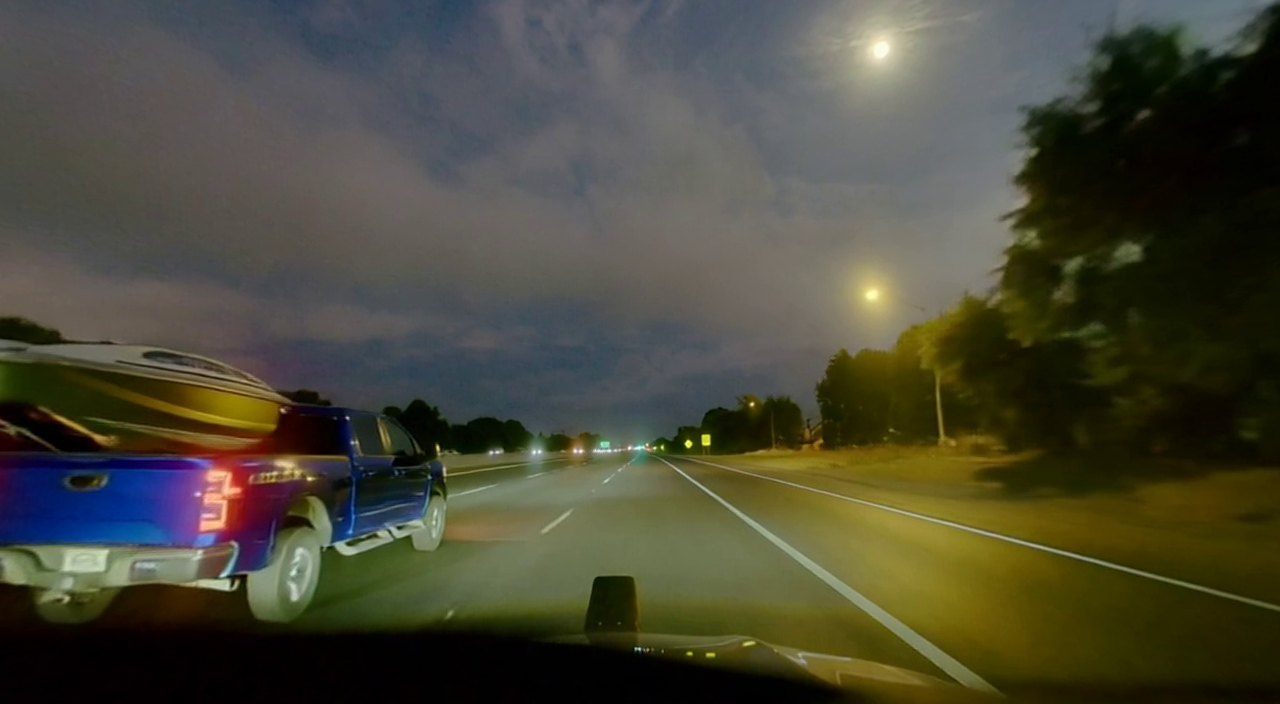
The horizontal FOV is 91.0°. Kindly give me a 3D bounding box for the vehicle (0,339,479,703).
[{"bbox_3d":[-3.200,1.215,5.345,2.202,1.836,5.009,0,-8,1],"label":"vehicle"}]
